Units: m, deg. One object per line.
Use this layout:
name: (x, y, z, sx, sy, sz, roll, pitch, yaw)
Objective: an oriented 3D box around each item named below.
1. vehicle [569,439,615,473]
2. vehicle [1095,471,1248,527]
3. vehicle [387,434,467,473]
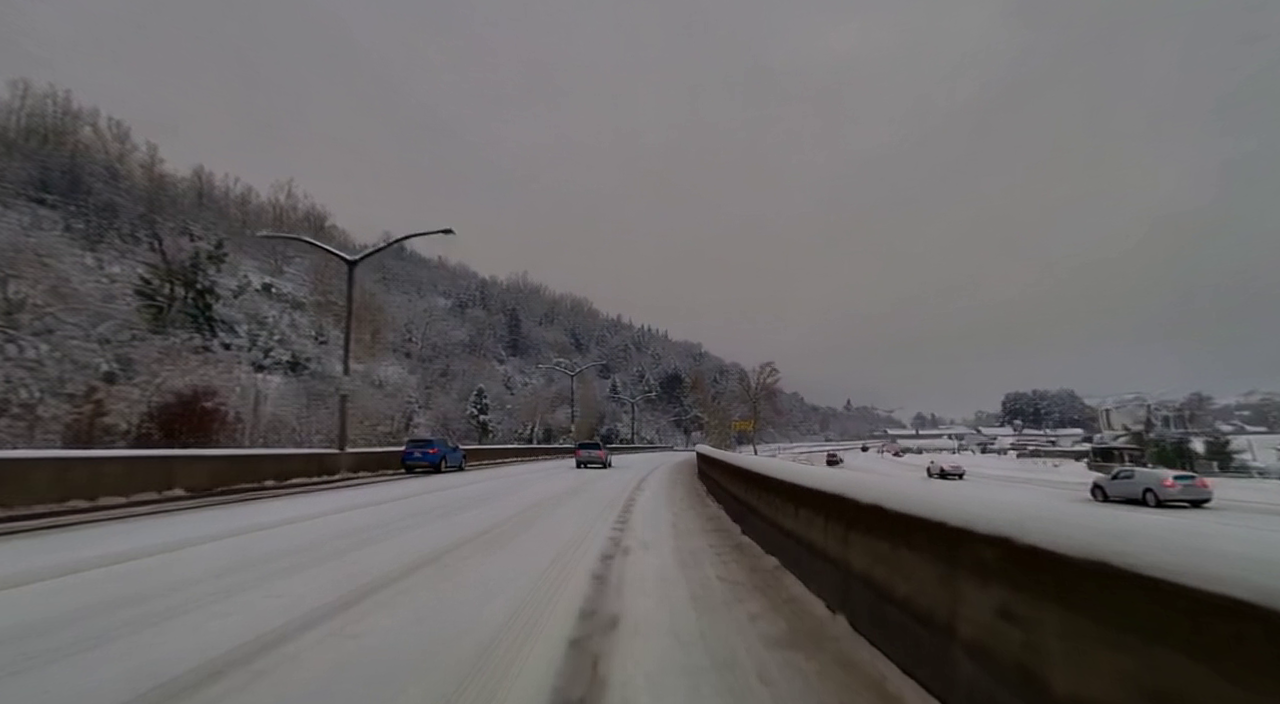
vehicle: (-2.629, 5.846, 35.724, 2.028, 1.782, 4.150, -1, -8, 3)
vehicle: (18.604, 5.121, 22.408, 1.786, 1.559, 4.496, -1, -8, 5)
vehicle: (-10.212, 4.920, 30.675, 2.039, 1.746, 4.528, -1, -8, 4)
